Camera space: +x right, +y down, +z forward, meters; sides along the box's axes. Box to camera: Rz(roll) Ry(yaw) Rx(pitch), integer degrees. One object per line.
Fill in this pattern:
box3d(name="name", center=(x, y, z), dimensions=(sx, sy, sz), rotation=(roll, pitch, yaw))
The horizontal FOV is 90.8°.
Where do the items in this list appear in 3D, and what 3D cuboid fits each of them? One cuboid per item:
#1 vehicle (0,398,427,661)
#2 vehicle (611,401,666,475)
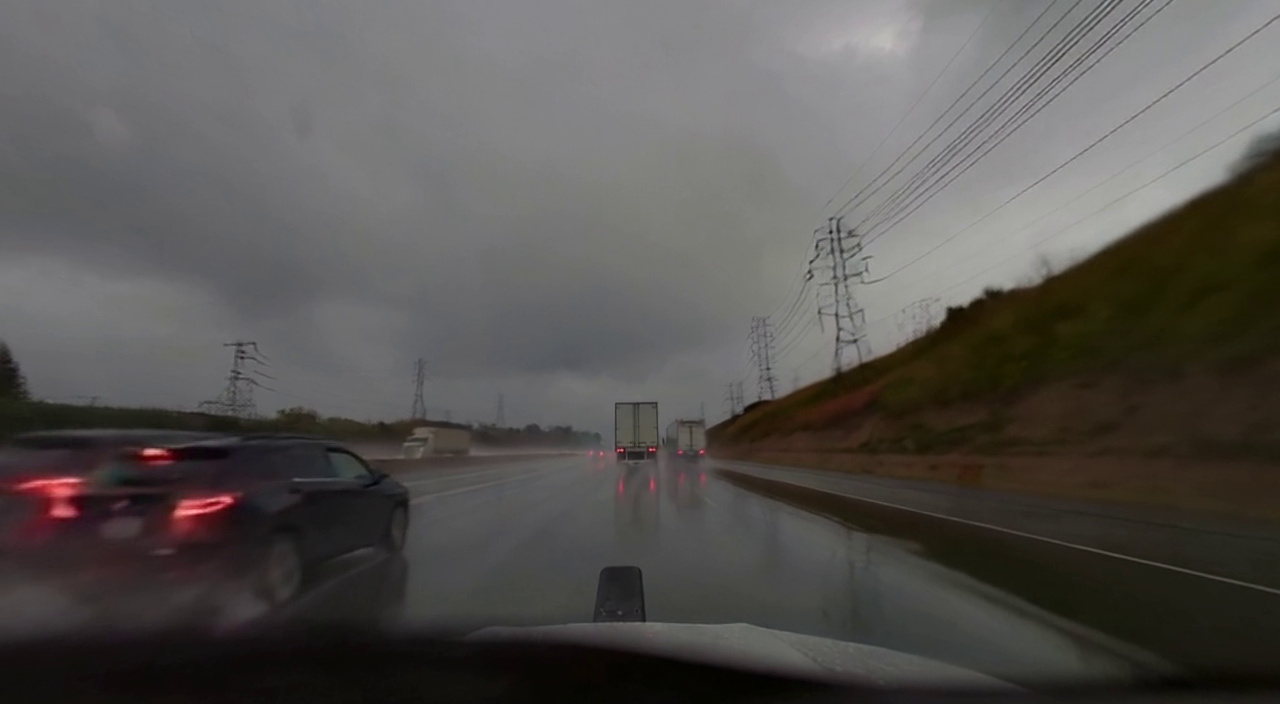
box3d(name="vehicle", center=(-3.890, 1.467, 6.265), dimensions=(2.050, 1.679, 4.253), rotation=(0, -9, 0))
box3d(name="vehicle", center=(-0.075, 5.584, 40.375), dimensions=(2.985, 4.025, 10.982), rotation=(0, -9, 0))
